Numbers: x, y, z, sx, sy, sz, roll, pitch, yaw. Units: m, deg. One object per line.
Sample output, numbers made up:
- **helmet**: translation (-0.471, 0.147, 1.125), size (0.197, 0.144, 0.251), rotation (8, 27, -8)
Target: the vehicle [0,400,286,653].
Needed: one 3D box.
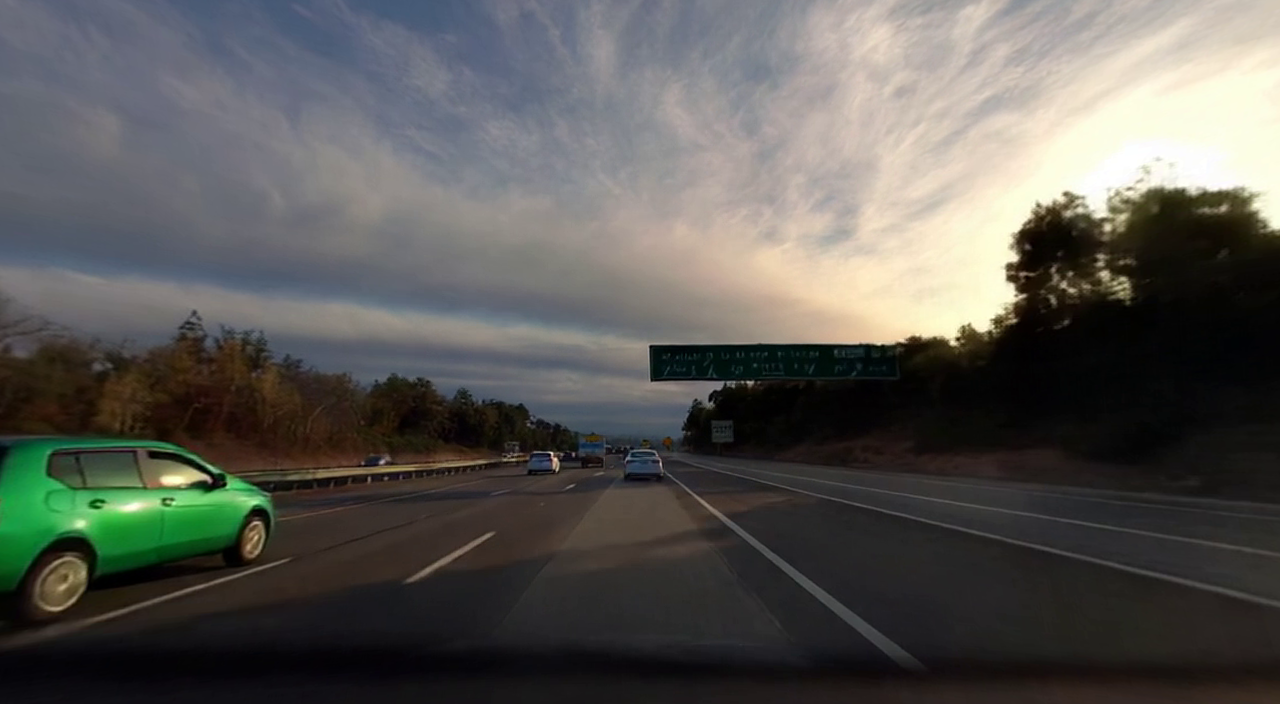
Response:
- **vehicle**: translation (-5.177, 1.307, 5.174), size (2.058, 1.626, 4.118), rotation (0, -9, 1)

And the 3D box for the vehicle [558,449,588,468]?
- **vehicle**: translation (-5.056, 8.078, 47.813), size (1.814, 1.417, 3.860), rotation (0, -9, 1)

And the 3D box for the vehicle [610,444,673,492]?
- **vehicle**: translation (0.049, 3.885, 21.370), size (1.940, 1.451, 3.512), rotation (0, -9, 0)

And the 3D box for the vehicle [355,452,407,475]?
- **vehicle**: translation (-17.448, 7.491, 42.526), size (1.895, 1.435, 3.589), rotation (0, -9, 1)

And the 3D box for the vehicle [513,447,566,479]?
- **vehicle**: translation (-4.937, 5.490, 31.407), size (1.892, 1.481, 4.180), rotation (0, -9, 1)
